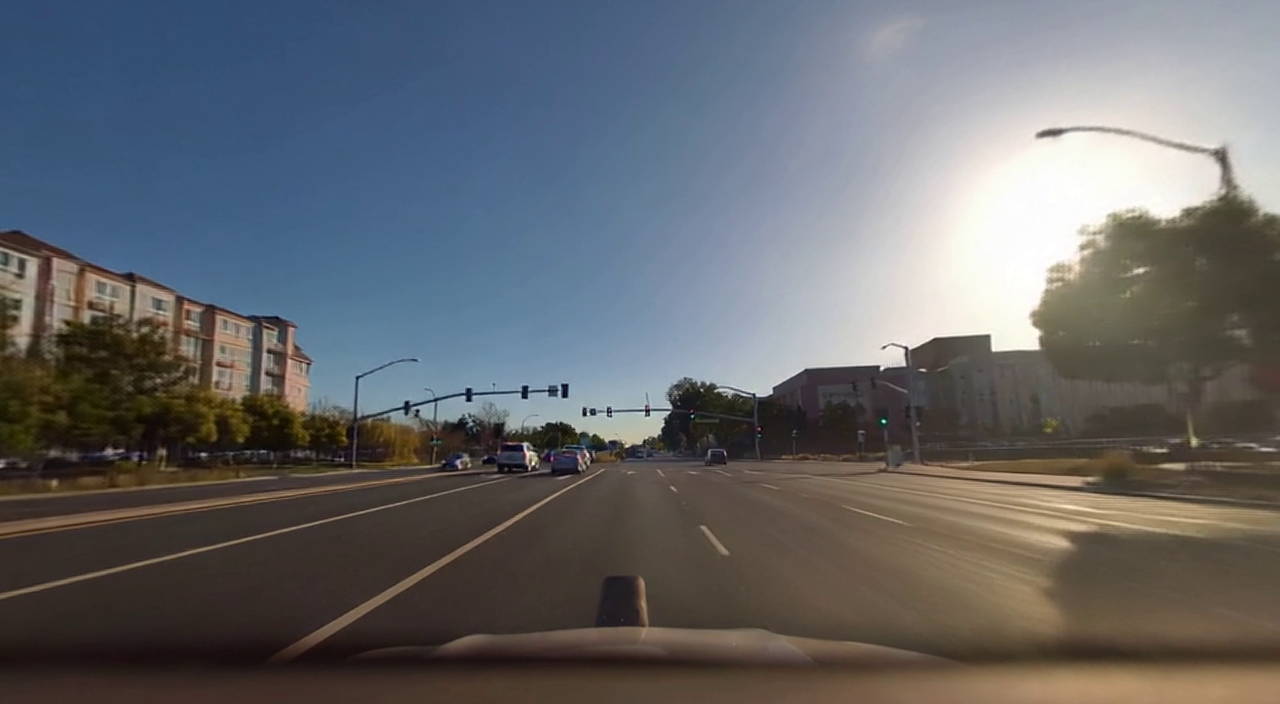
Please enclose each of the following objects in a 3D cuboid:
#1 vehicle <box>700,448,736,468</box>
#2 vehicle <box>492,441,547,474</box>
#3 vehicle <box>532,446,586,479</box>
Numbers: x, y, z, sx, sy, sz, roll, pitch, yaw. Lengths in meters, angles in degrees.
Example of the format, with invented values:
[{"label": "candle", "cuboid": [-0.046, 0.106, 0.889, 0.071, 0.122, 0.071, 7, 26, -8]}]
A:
[{"label": "vehicle", "cuboid": [6.094, 8.329, 49.900, 2.187, 1.475, 4.529, 0, -9, -2]}, {"label": "vehicle", "cuboid": [-7.276, 6.429, 38.769, 2.185, 1.810, 5.589, 0, -8, 1]}, {"label": "vehicle", "cuboid": [-3.815, 5.284, 30.500, 2.018, 1.463, 4.603, 0, -9, 0]}]
